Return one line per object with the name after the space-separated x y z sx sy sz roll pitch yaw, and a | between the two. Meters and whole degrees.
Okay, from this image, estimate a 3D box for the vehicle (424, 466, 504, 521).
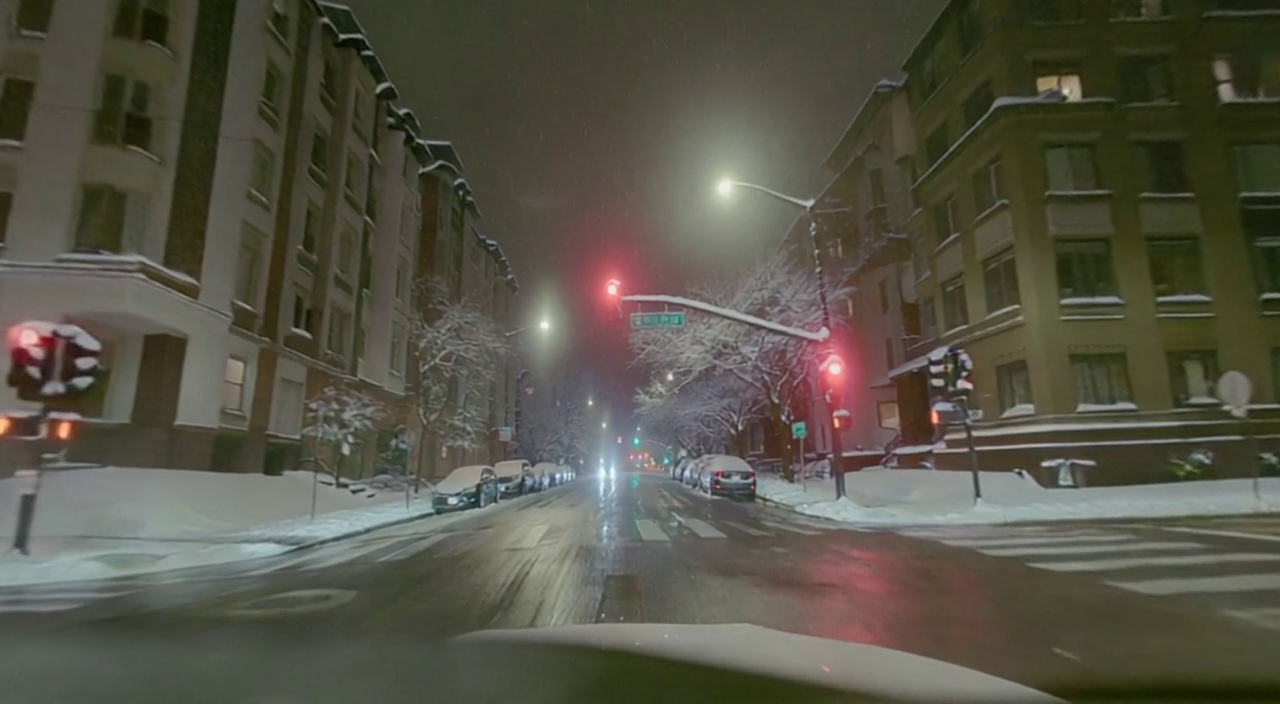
-6.648 5.349 24.350 1.763 1.612 4.462 -7 -9 -2 | vehicle

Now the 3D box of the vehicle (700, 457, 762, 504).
3.640 5.237 26.159 1.924 1.657 4.665 1 -9 0 | vehicle

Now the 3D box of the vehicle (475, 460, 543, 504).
-6.396 6.384 31.357 2.175 1.849 4.725 -4 -10 2 | vehicle
